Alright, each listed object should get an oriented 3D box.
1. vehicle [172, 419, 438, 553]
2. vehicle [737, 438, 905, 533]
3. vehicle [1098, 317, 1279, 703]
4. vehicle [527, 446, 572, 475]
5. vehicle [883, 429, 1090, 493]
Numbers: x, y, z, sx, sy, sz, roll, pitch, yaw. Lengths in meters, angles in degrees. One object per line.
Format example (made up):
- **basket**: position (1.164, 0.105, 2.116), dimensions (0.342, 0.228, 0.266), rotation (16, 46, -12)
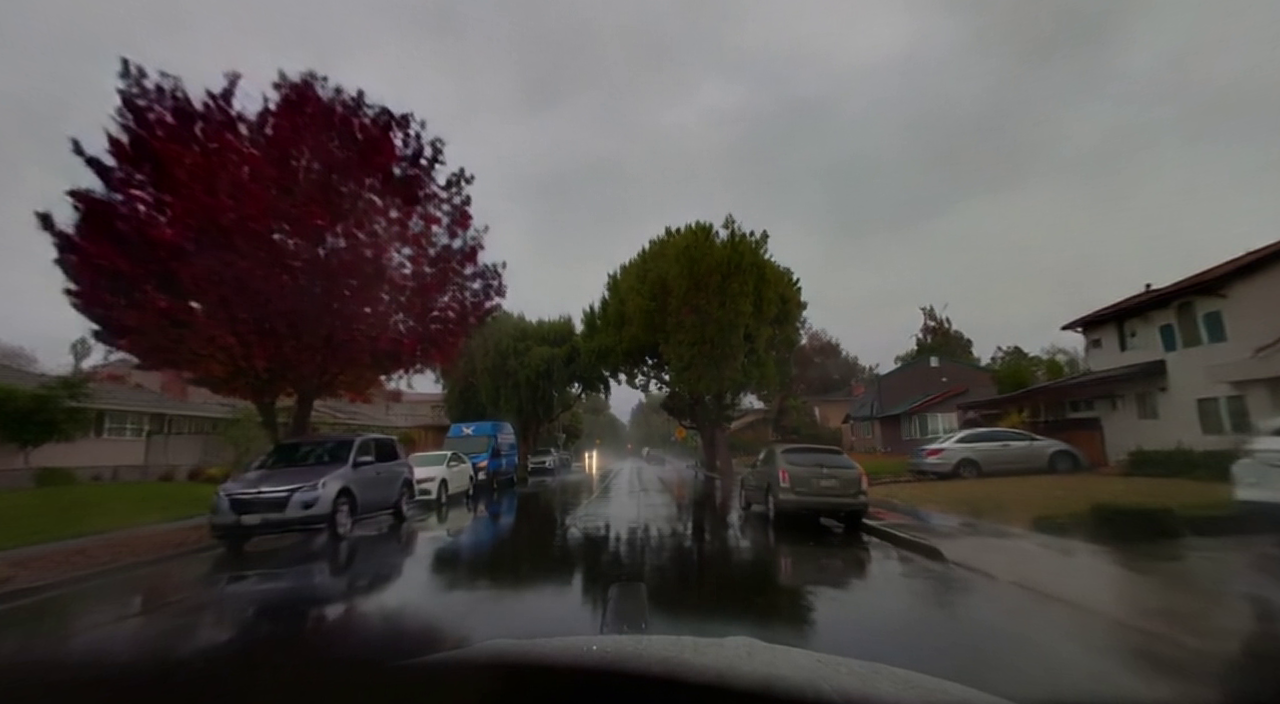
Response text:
- **vehicle**: position (-5.424, 2.205, 11.133), dimensions (2.090, 1.855, 4.494), rotation (0, -8, 2)
- **vehicle**: position (3.275, 2.496, 12.488), dimensions (1.945, 1.514, 4.552), rotation (0, -8, 0)
- **vehicle**: position (3.040, 0.540, 0.307), dimensions (2.172, 1.764, 4.685), rotation (0, -8, 2)
- **vehicle**: position (-5.187, 6.283, 36.741), dimensions (2.038, 1.571, 4.524), rotation (0, -8, -1)
- **vehicle**: position (9.218, 2.916, 17.054), dimensions (4.365, 1.597, 2.112), rotation (1, -8, -5)
